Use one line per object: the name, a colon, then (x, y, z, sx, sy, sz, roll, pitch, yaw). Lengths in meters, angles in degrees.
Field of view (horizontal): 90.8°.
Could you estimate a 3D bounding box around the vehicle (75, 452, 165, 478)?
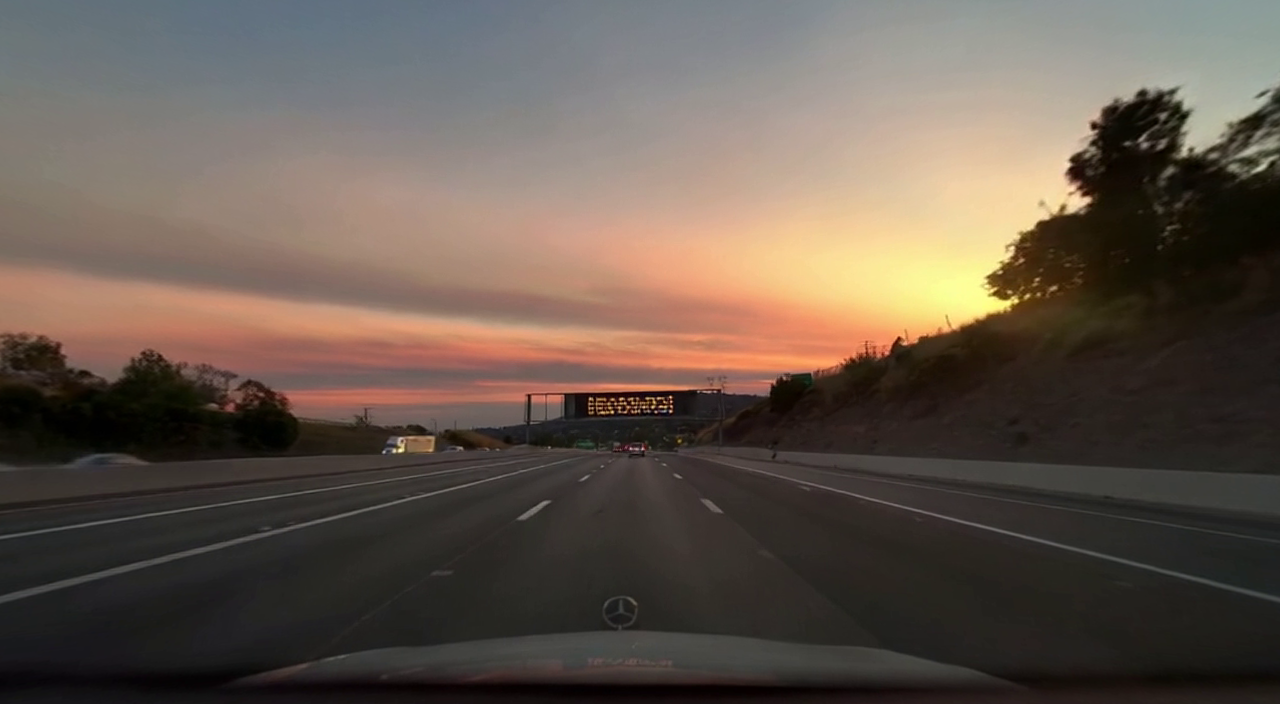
vehicle: (-33.454, 7.266, 40.833, 1.820, 1.499, 4.637, 0, -8, 0)
